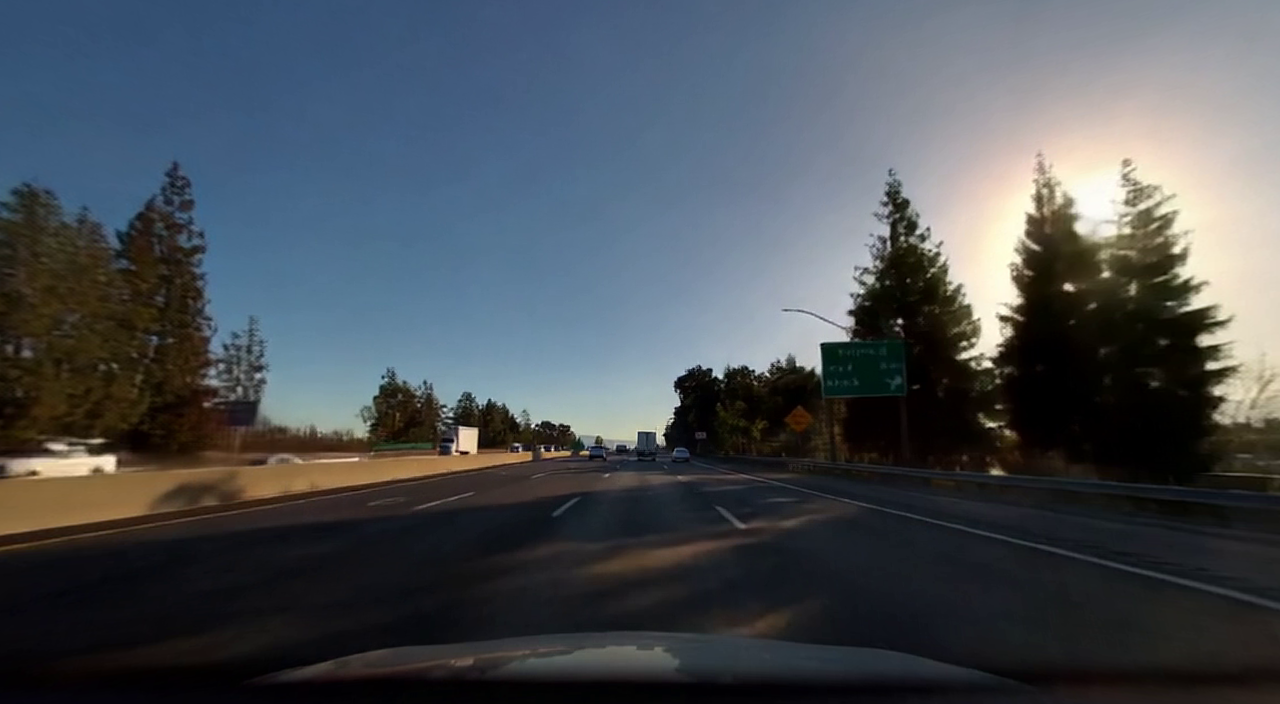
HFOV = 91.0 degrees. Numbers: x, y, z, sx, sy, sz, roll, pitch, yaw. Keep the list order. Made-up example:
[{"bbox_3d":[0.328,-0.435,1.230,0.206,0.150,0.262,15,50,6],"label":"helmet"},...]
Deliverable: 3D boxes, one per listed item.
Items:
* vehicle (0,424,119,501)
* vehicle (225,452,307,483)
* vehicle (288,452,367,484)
[{"bbox_3d":[-24.104,4.265,24.645,2.523,2.744,5.403,0,-8,2],"label":"vehicle"},{"bbox_3d":[-19.363,5.963,32.762,1.803,1.469,3.892,0,-8,1],"label":"vehicle"},{"bbox_3d":[-15.288,5.660,31.038,1.892,1.416,3.810,0,-8,0],"label":"vehicle"}]
